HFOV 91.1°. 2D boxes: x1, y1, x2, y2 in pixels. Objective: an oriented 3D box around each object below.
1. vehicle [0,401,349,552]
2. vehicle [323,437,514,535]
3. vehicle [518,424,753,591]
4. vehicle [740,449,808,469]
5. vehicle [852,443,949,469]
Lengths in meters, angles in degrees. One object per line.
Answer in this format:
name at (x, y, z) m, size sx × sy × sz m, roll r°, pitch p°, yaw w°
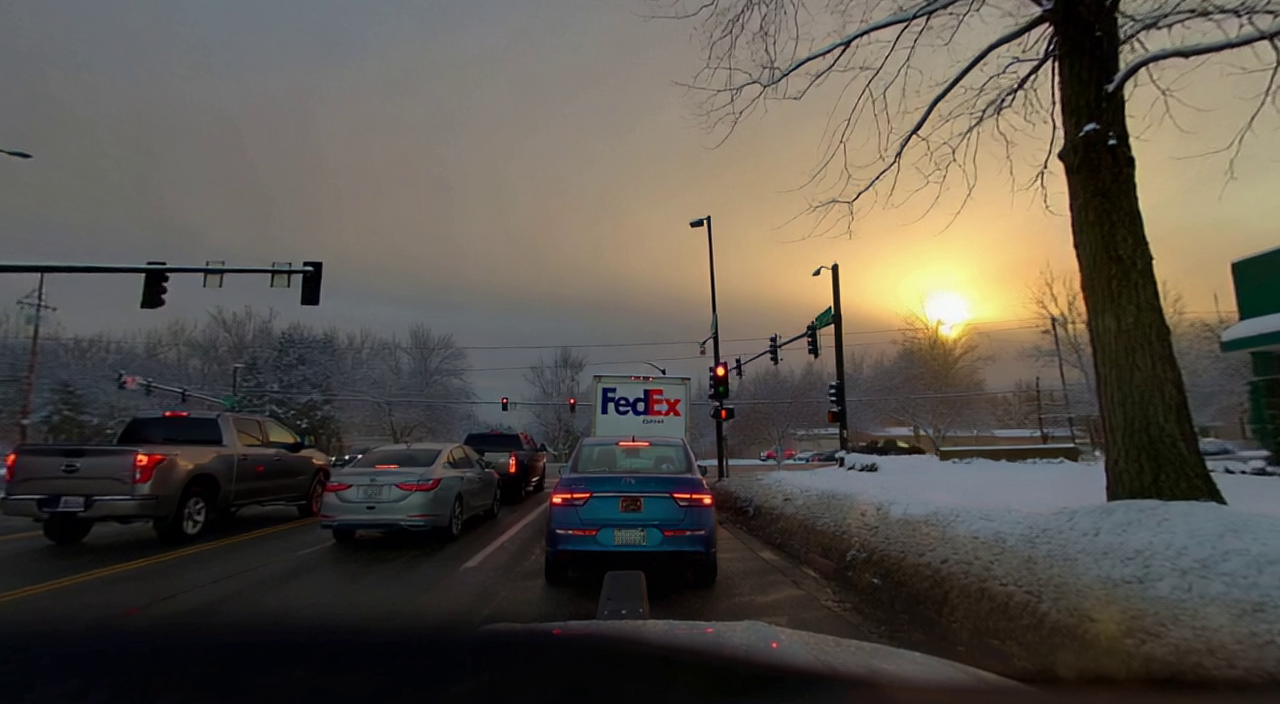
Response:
vehicle at (-7.285, 1.983, 10.727) m, size 2.125 × 1.893 × 5.498 m, roll 0°, pitch -9°, yaw -2°
vehicle at (-3.871, 2.398, 11.932) m, size 1.949 × 1.487 × 4.390 m, roll 0°, pitch -9°, yaw 1°
vehicle at (-0.050, 1.748, 7.943) m, size 2.145 × 1.513 × 4.269 m, roll 0°, pitch -9°, yaw 0°
vehicle at (10.367, 8.288, 48.678) m, size 4.841 × 1.494 × 1.829 m, roll 1°, pitch -9°, yaw -5°
vehicle at (15.224, 6.104, 36.922) m, size 4.794 × 1.481 × 1.968 m, roll 0°, pitch -8°, yaw 2°
